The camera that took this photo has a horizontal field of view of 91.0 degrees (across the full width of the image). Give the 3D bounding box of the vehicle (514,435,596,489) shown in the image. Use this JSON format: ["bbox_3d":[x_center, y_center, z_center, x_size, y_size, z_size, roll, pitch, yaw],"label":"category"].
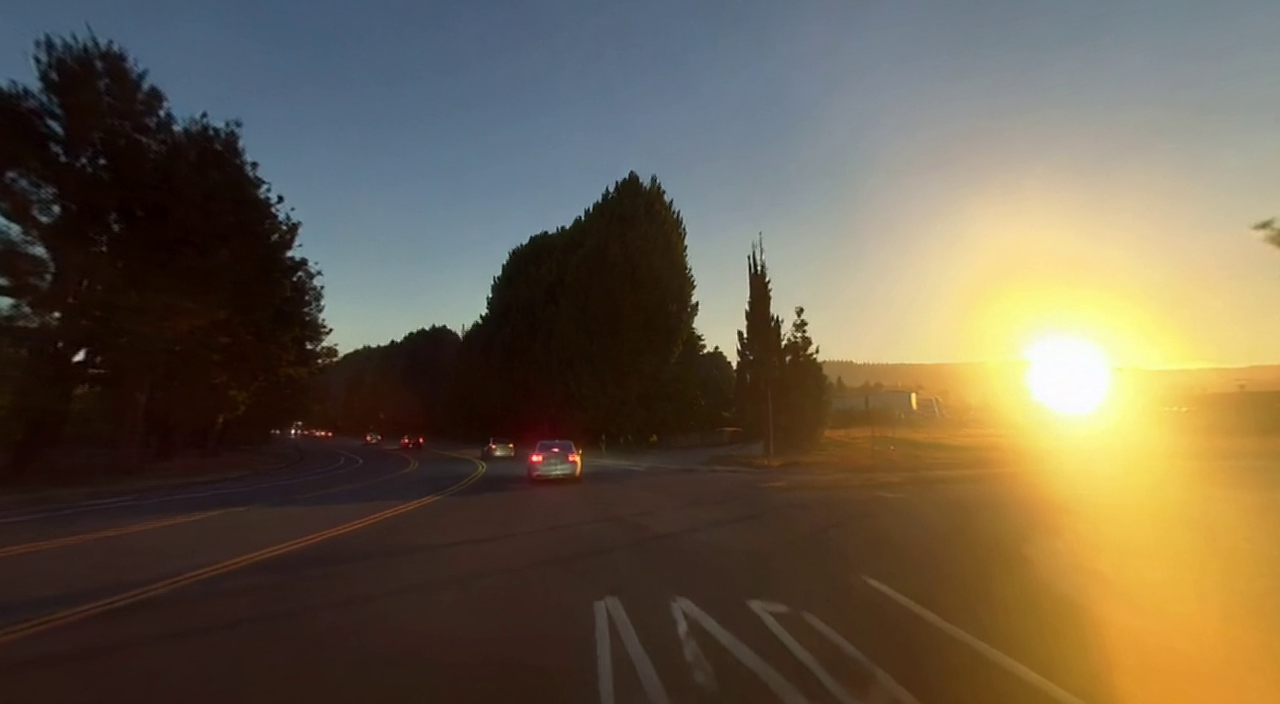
[{"bbox_3d":[-2.819,3.446,20.022,2.296,1.510,4.068,2,-9,-11],"label":"vehicle"}]

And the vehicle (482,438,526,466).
[{"bbox_3d":[-8.077,5.875,37.059,2.080,1.530,3.719,3,-9,-19],"label":"vehicle"}]
